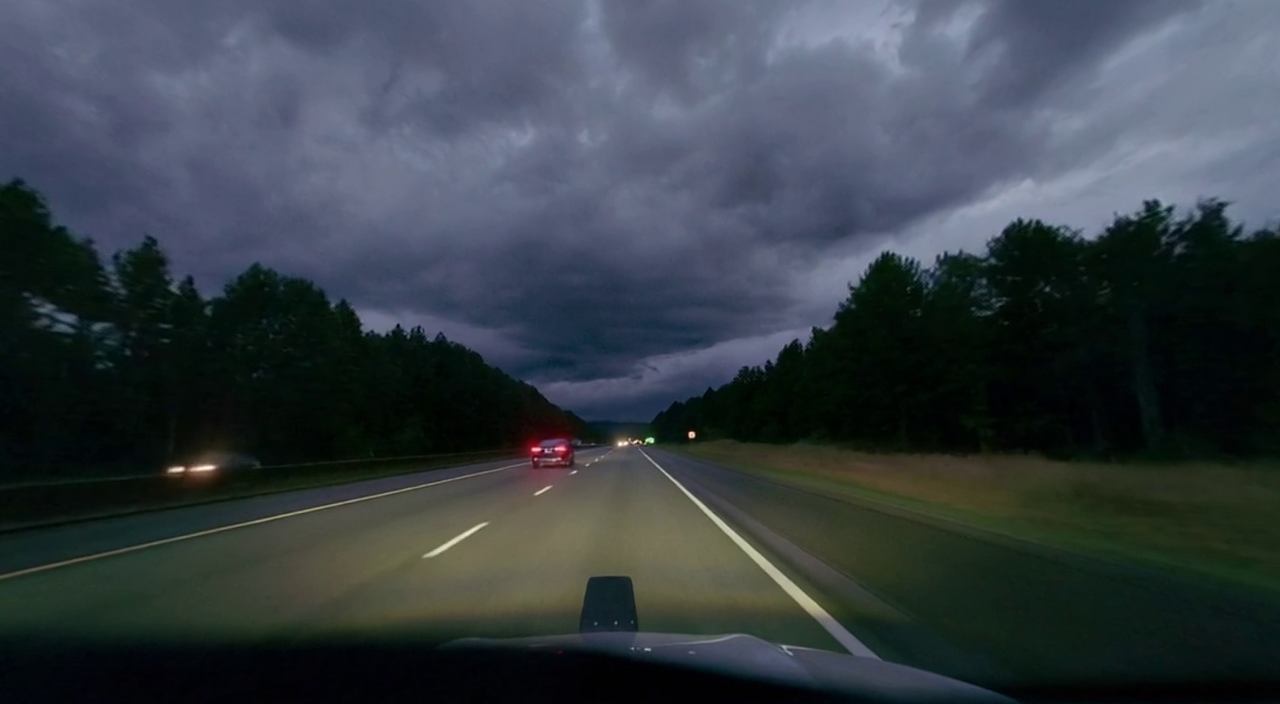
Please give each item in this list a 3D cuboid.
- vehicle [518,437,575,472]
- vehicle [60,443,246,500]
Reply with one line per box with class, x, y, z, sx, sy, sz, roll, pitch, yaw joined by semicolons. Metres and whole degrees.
vehicle;-4.574;5.090;31.552;2.202;1.587;4.754;-1;-8;-1
vehicle;-17.014;4.146;22.537;2.207;1.701;5.672;-1;-8;-1
